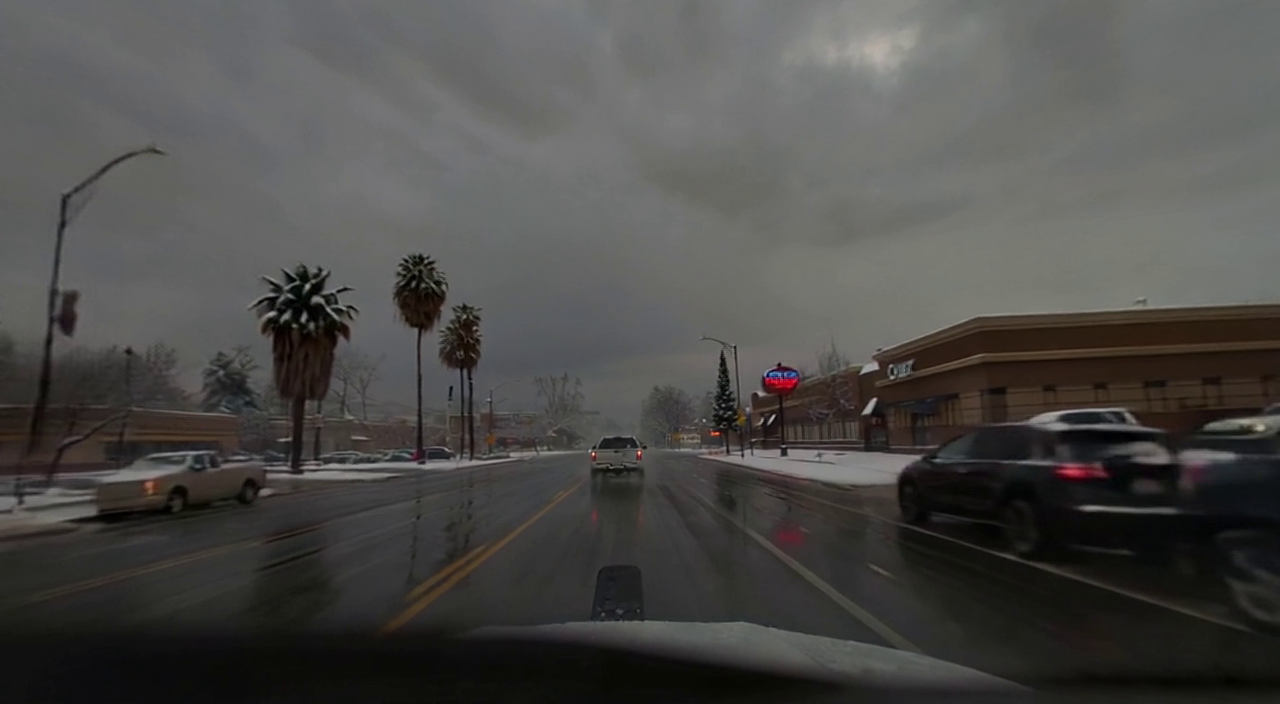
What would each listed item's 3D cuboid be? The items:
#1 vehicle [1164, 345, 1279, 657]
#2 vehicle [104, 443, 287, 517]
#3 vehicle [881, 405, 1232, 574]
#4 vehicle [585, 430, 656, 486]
[{"bbox_3d":[5.487,0.669,1.781,2.568,1.974,6.203,3,-9,-2],"label":"vehicle"},{"bbox_3d":[-13.520,3.855,19.663,2.296,1.847,4.856,-3,-8,-1],"label":"vehicle"},{"bbox_3d":[5.742,1.939,9.703,2.186,1.861,4.678,2,-8,-1],"label":"vehicle"},{"bbox_3d":[-0.639,3.665,22.039,2.239,1.763,4.096,0,-8,-1],"label":"vehicle"}]
